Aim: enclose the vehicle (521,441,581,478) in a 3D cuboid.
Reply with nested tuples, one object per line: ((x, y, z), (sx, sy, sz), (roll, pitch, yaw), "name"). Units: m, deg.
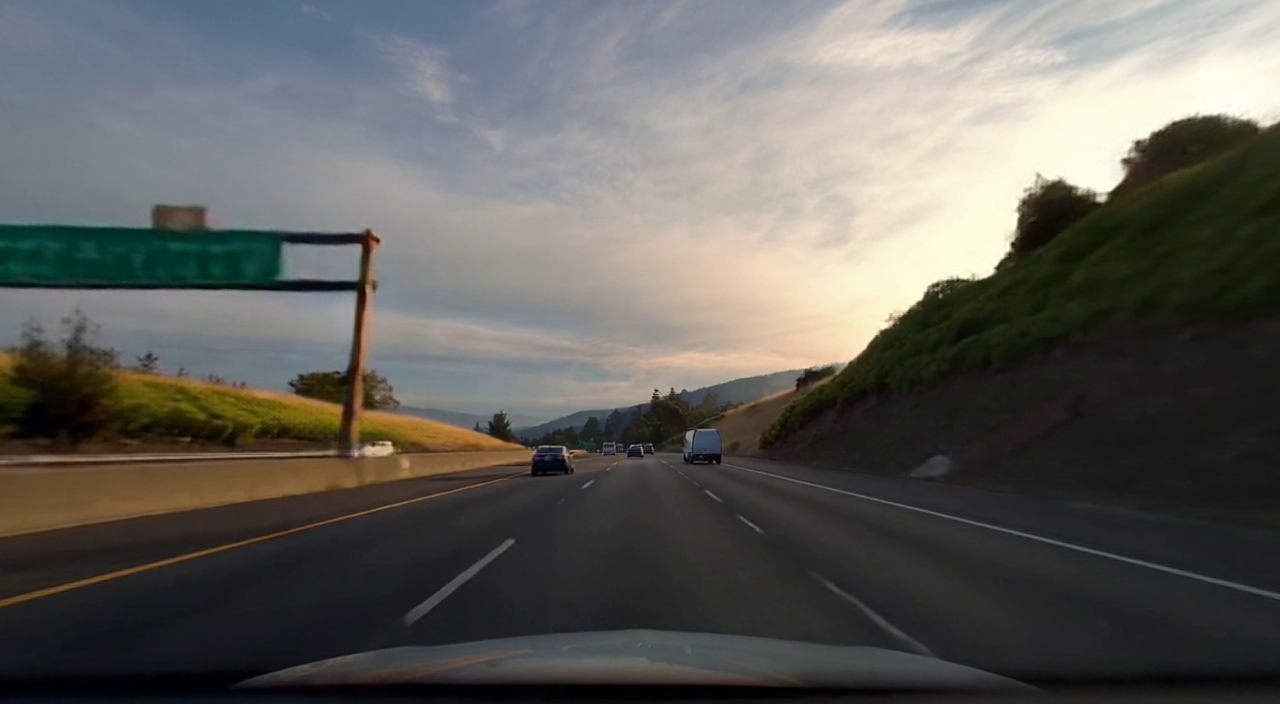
((-3.936, 4.881, 28.725), (2.054, 1.529, 4.368), (0, -9, 1), "vehicle")

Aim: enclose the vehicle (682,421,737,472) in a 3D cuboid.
((3.852, 5.402, 36.025), (2.361, 2.636, 5.684), (0, -9, -1), "vehicle")
